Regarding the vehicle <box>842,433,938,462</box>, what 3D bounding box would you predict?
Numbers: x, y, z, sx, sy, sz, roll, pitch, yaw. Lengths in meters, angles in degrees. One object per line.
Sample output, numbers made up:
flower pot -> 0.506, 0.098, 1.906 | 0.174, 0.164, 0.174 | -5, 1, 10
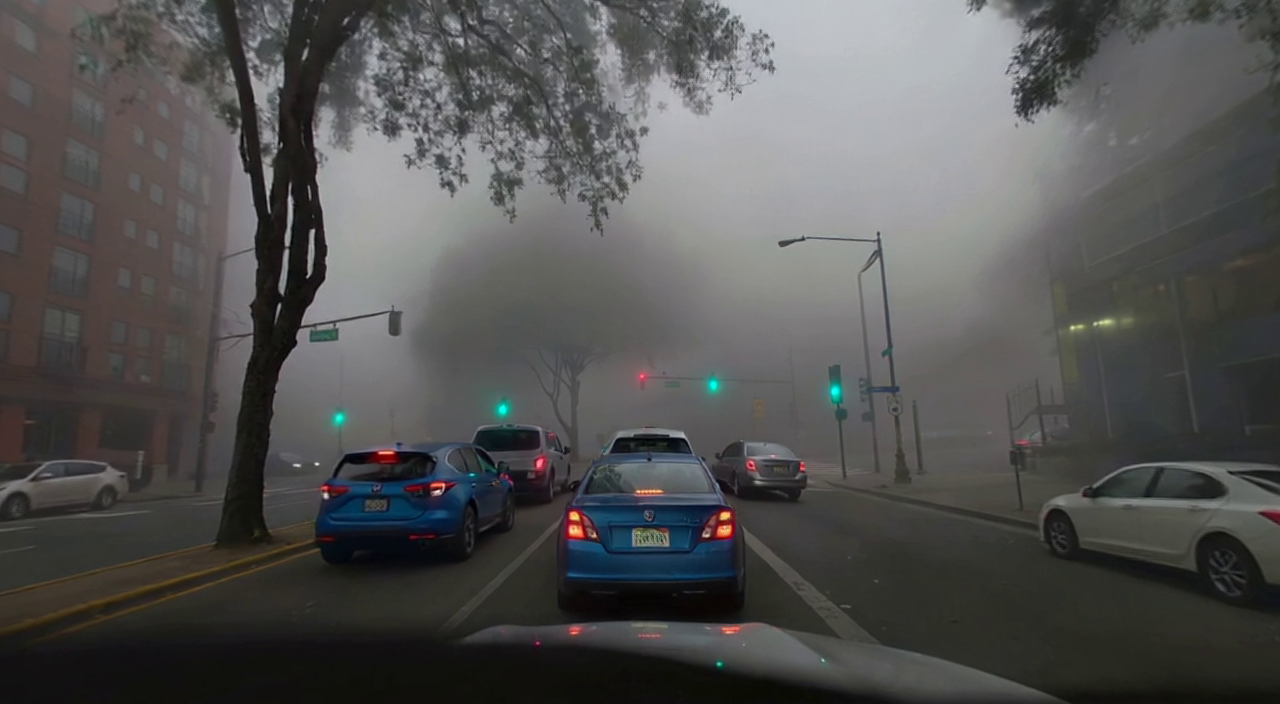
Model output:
vehicle -> 16.383, 6.270, 41.492 | 5.345, 1.811, 2.175 | 0, -9, -1

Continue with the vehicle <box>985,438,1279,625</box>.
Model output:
vehicle -> 5.976, 1.699, 6.856 | 1.873, 1.453, 4.579 | 0, -9, 0

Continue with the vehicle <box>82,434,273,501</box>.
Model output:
vehicle -> -16.155, 4.057, 22.652 | 2.195, 2.053, 5.980 | 0, -9, 1

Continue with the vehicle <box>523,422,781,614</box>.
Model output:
vehicle -> 0.090, 1.580, 6.806 | 2.022, 1.481, 3.564 | 0, -9, 0

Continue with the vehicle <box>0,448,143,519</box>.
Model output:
vehicle -> -16.231, 3.444, 16.996 | 1.914, 1.690, 4.461 | 0, -9, 1

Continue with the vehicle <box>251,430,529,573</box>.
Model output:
vehicle -> -2.999, 1.892, 8.745 | 2.131, 1.486, 4.089 | 0, -9, 1
